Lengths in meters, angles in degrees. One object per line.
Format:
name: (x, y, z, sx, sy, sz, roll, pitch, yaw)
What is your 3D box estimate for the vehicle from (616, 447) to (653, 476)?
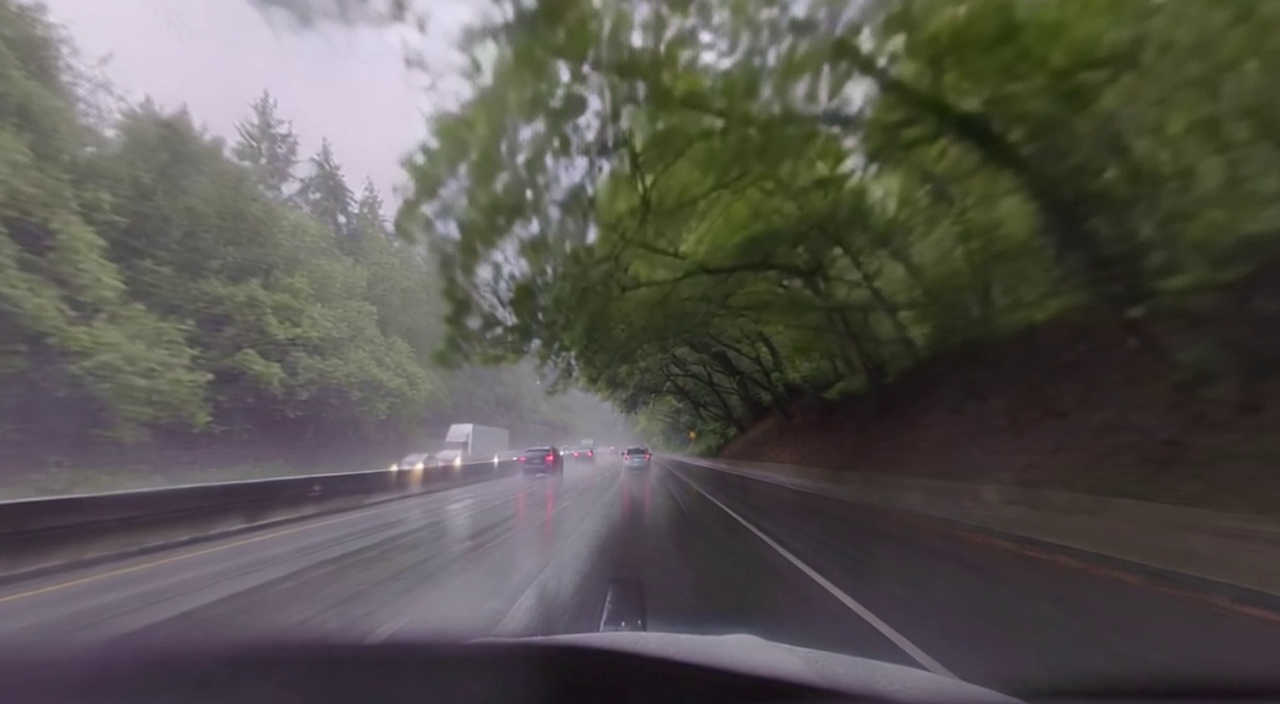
vehicle: (-0.282, 6.165, 35.687, 2.001, 1.490, 3.914, 0, -9, 0)

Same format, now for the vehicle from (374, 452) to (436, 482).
vehicle: (-12.731, 6.225, 34.380, 1.717, 1.540, 4.155, 0, -9, 0)

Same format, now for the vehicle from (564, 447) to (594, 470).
vehicle: (-4.463, 7.842, 46.619, 1.834, 1.615, 3.624, 0, -9, 0)

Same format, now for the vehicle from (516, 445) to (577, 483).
vehicle: (-4.004, 4.869, 27.563, 1.978, 1.538, 3.755, 0, -9, 1)
